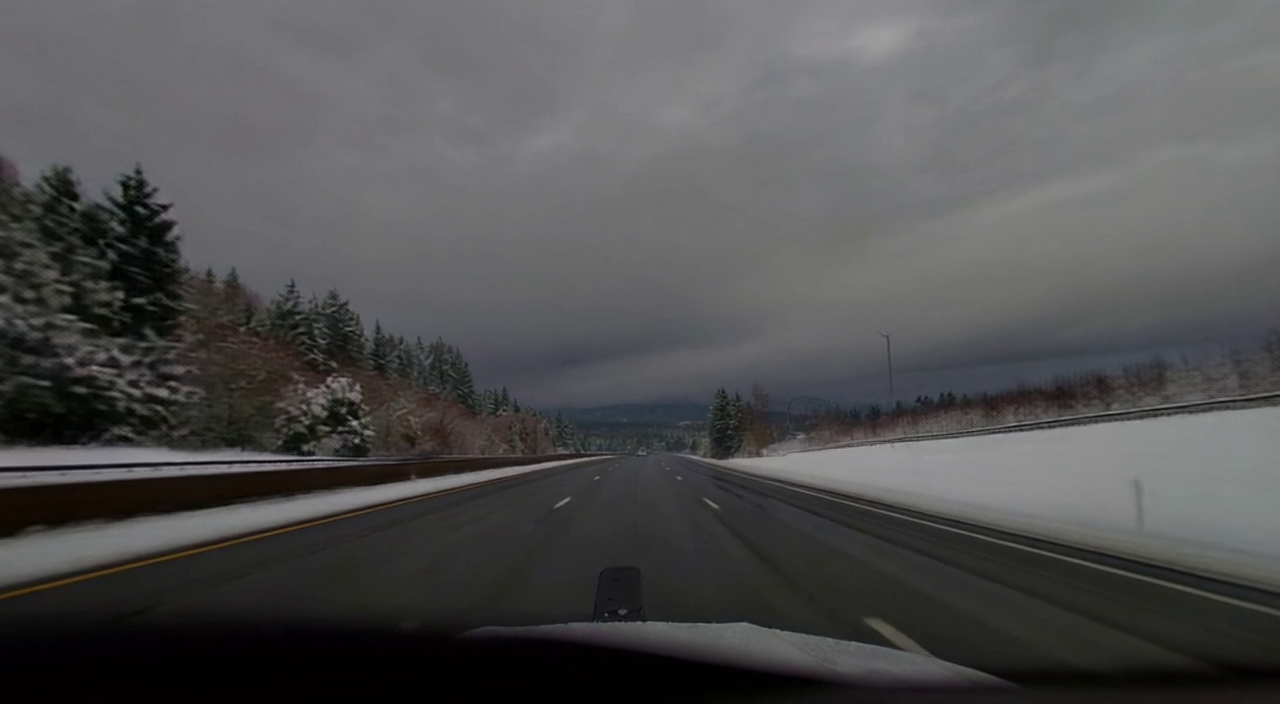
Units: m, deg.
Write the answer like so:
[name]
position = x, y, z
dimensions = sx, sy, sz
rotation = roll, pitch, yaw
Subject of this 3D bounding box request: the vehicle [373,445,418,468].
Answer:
[vehicle]
position = -15.250, 6.546, 39.473
dimensions = 1.572, 1.339, 3.317
rotation = 0, -9, -3
